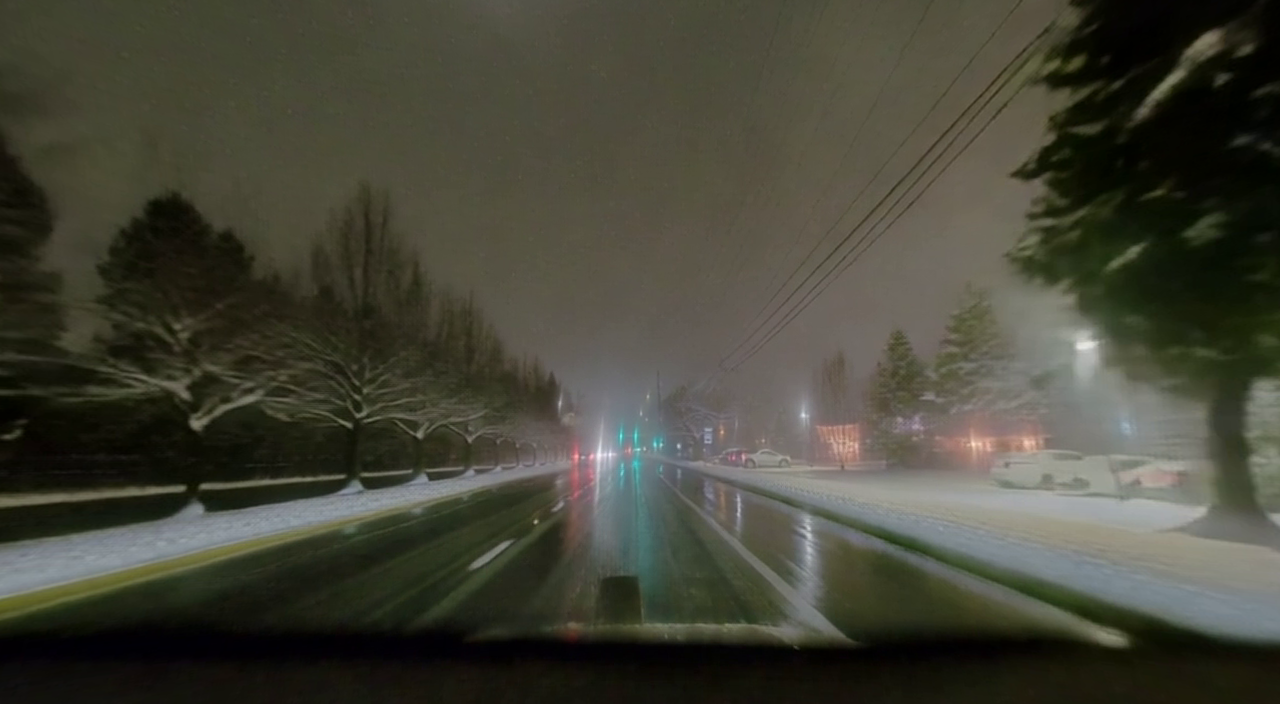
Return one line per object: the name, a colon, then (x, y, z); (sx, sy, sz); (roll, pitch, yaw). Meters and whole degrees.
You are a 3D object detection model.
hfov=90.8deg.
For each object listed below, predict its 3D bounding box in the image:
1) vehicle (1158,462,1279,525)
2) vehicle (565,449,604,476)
vehicle: (16.282, 3.609, 16.397); (4.172, 1.407, 1.931); (1, -9, -8)
vehicle: (-3.339, 6.788, 38.965); (2.030, 1.550, 3.925); (0, -9, 0)
